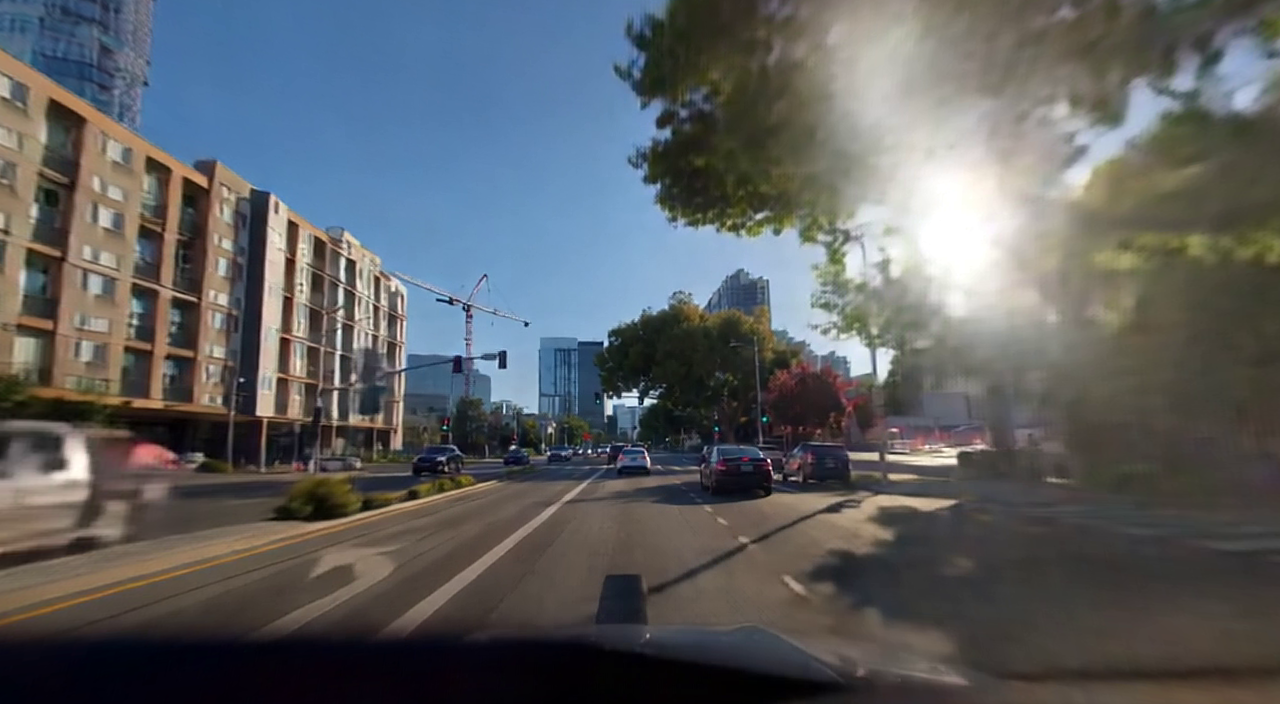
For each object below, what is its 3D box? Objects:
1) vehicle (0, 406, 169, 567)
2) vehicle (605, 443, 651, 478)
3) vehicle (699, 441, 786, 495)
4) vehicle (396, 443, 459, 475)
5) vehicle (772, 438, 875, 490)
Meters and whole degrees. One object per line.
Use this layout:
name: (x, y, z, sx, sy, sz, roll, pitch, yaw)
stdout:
vehicle: (-8.416, 1.575, 7.374, 2.111, 1.832, 4.778, 0, -9, 0)
vehicle: (-0.550, 5.049, 29.658, 2.006, 1.487, 3.535, 0, -9, -1)
vehicle: (3.075, 3.561, 19.753, 1.910, 1.474, 4.003, 0, -9, -2)
vehicle: (-11.996, 6.045, 35.963, 1.975, 1.714, 4.638, 0, -9, 0)
vehicle: (7.229, 4.465, 25.655, 2.317, 1.852, 5.530, 0, -9, -2)
